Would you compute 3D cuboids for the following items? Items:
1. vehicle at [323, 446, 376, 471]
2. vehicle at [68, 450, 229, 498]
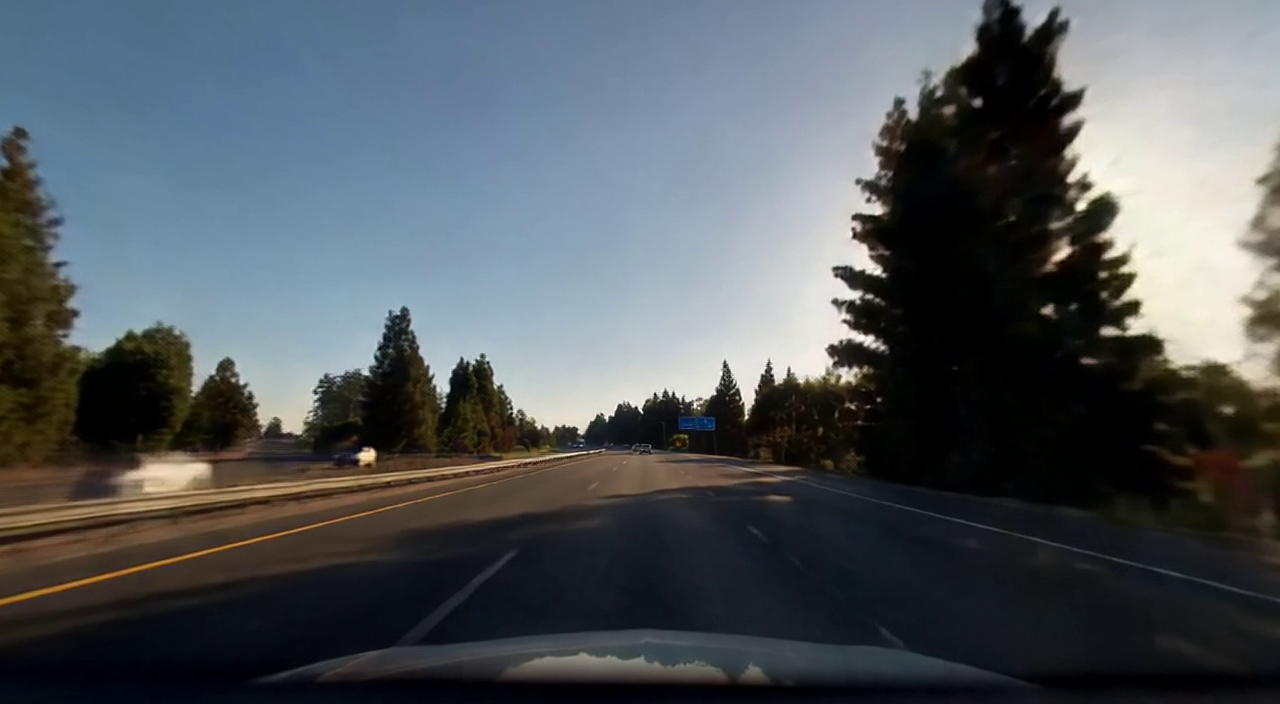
[{"bbox_3d":[-21.141,7.742,46.047,1.934,1.750,3.974,0,-8,0],"label":"vehicle"},{"bbox_3d":[-16.880,4.187,22.036,1.911,1.446,4.547,0,-8,1],"label":"vehicle"}]
